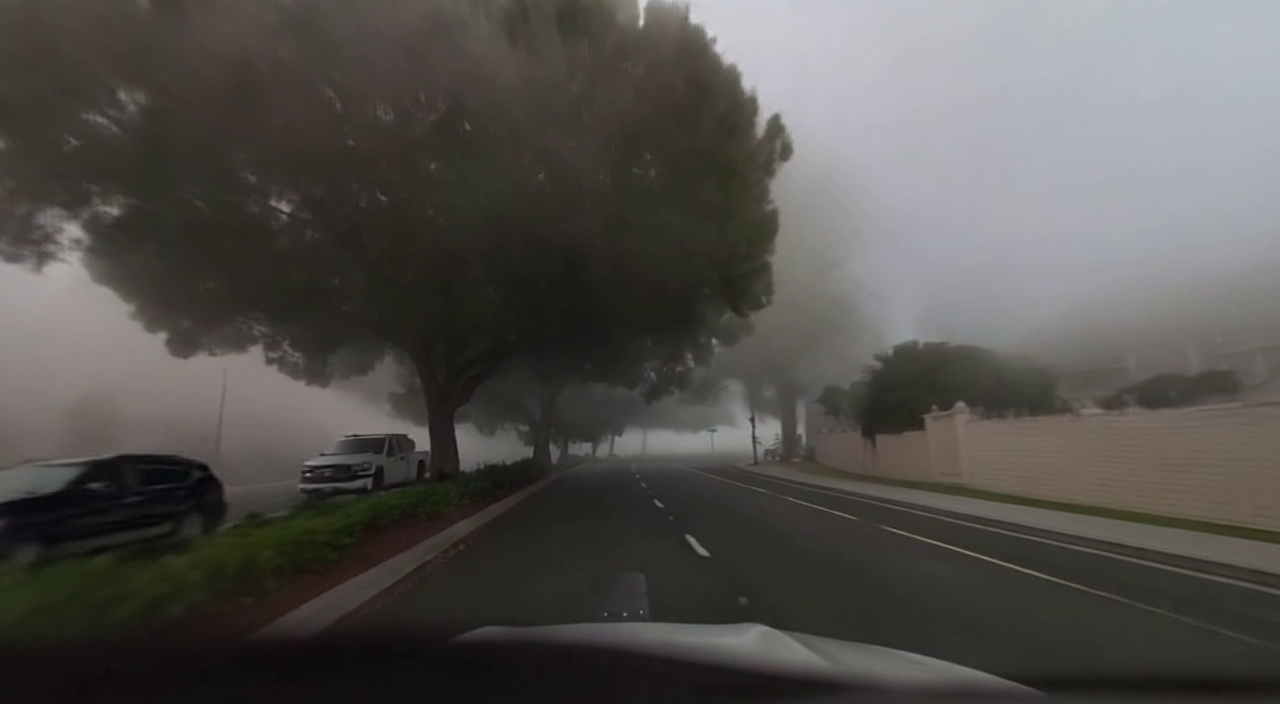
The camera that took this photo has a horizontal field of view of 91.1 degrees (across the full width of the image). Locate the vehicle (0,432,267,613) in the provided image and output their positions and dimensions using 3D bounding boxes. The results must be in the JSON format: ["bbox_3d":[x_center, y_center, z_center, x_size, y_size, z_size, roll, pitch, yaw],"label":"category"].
[{"bbox_3d":[-6.241,1.626,6.767,1.888,1.476,4.286,0,-8,-2],"label":"vehicle"}]

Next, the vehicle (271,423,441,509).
[{"bbox_3d":[-6.809,2.764,15.808,2.196,1.809,4.857,1,-8,-3],"label":"vehicle"}]
